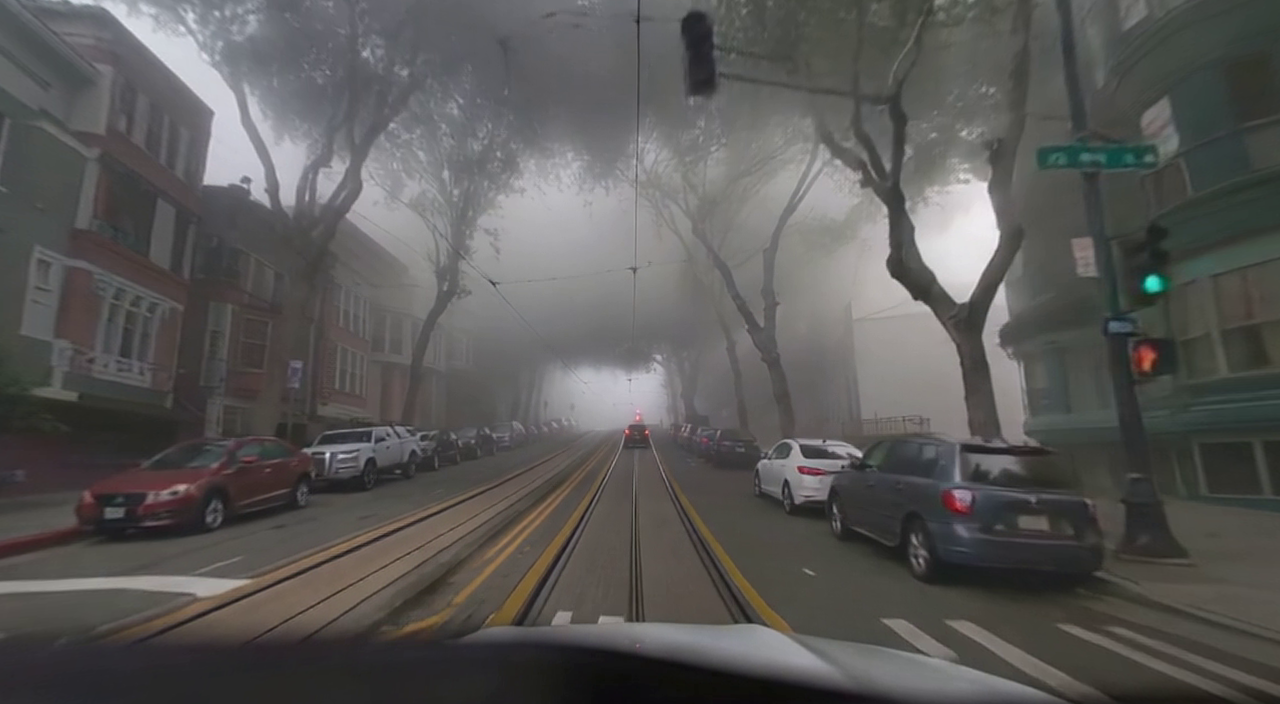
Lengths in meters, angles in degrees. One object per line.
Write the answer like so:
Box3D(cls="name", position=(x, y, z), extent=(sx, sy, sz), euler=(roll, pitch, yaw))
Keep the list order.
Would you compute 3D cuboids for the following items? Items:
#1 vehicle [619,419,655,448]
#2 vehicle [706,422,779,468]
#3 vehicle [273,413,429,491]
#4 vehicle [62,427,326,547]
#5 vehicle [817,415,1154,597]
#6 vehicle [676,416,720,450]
Box3D(cls="vehicle", position=(-0.230, 4.728, 36.455), extent=(1.984, 1.571, 3.404), euler=(0, -8, -1))
Box3D(cls="vehicle", position=(3.757, 3.513, 23.921), extent=(1.890, 1.559, 4.281), euler=(0, -8, -2))
Box3D(cls="vehicle", position=(-7.429, 2.659, 16.870), extent=(1.861, 1.751, 4.550), euler=(1, -9, 2))
Box3D(cls="vehicle", position=(-7.356, 2.164, 11.027), extent=(1.779, 1.588, 3.953), euler=(2, -6, -2))
Box3D(cls="vehicle", position=(3.904, 1.775, 8.182), extent=(1.929, 1.723, 4.134), euler=(0, -8, -1))
Box3D(cls="vehicle", position=(3.662, 5.182, 40.812), extent=(2.242, 2.000, 6.340), euler=(1, -6, 0))
